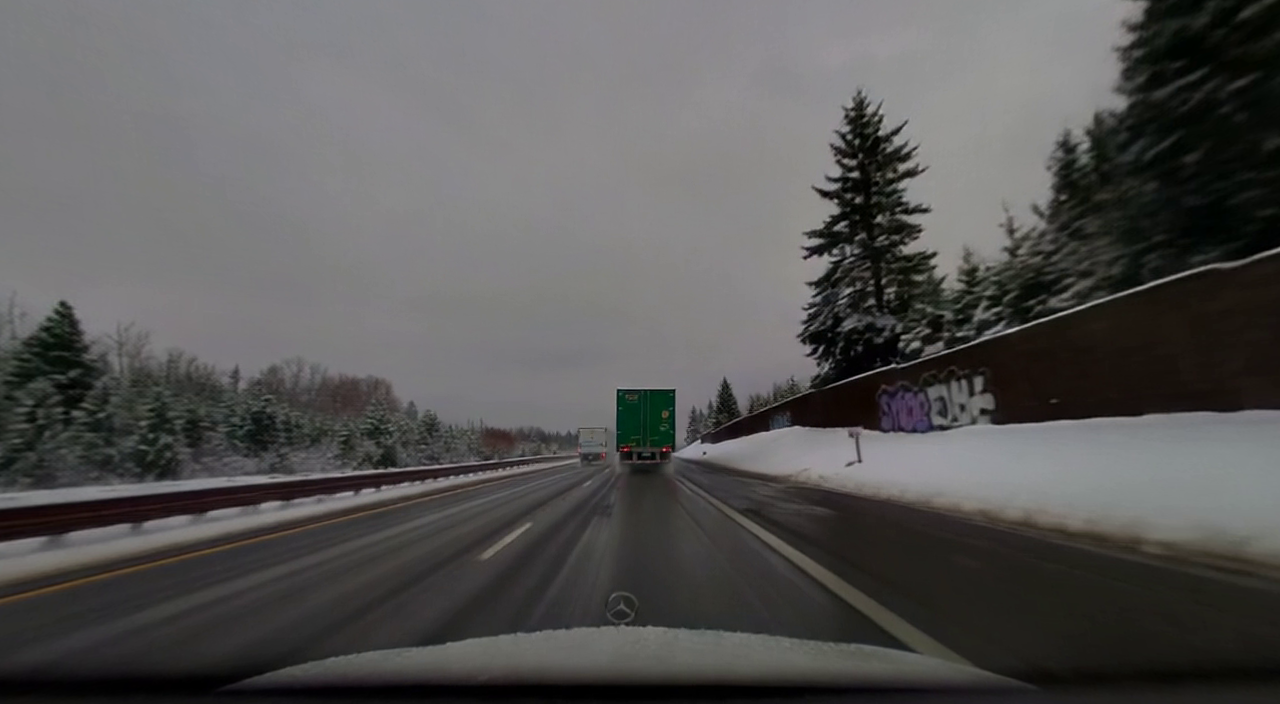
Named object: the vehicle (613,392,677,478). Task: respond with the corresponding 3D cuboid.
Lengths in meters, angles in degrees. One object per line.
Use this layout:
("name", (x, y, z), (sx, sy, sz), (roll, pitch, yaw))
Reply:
("vehicle", (0.128, 4.600, 34.085), (2.900, 3.955, 10.151), (0, -9, -1))
